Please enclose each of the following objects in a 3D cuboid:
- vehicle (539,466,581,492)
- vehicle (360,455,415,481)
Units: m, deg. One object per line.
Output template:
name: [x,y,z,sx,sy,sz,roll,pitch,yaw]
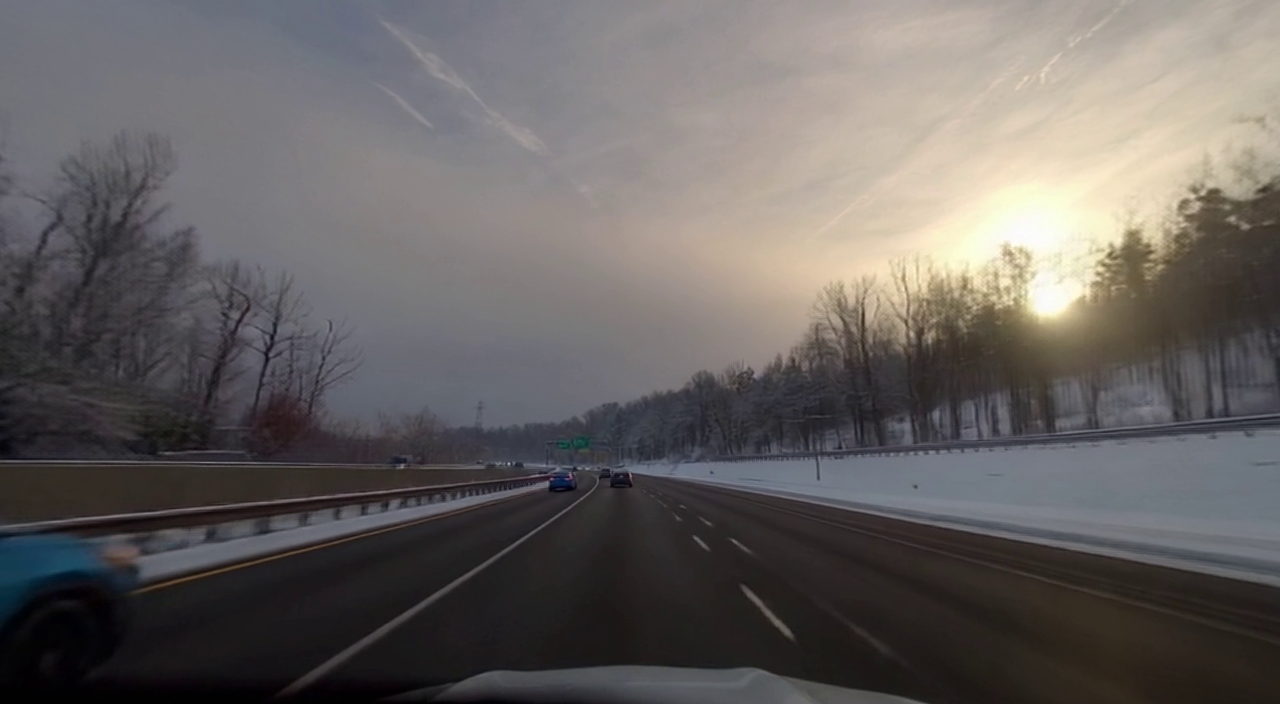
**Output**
vehicle: [-5.136,8.215,40.934,2.310,1.521,4.731,1,-11,-3]
vehicle: [-17.455,8.093,43.841,1.962,1.692,4.541,1,-11,-1]
